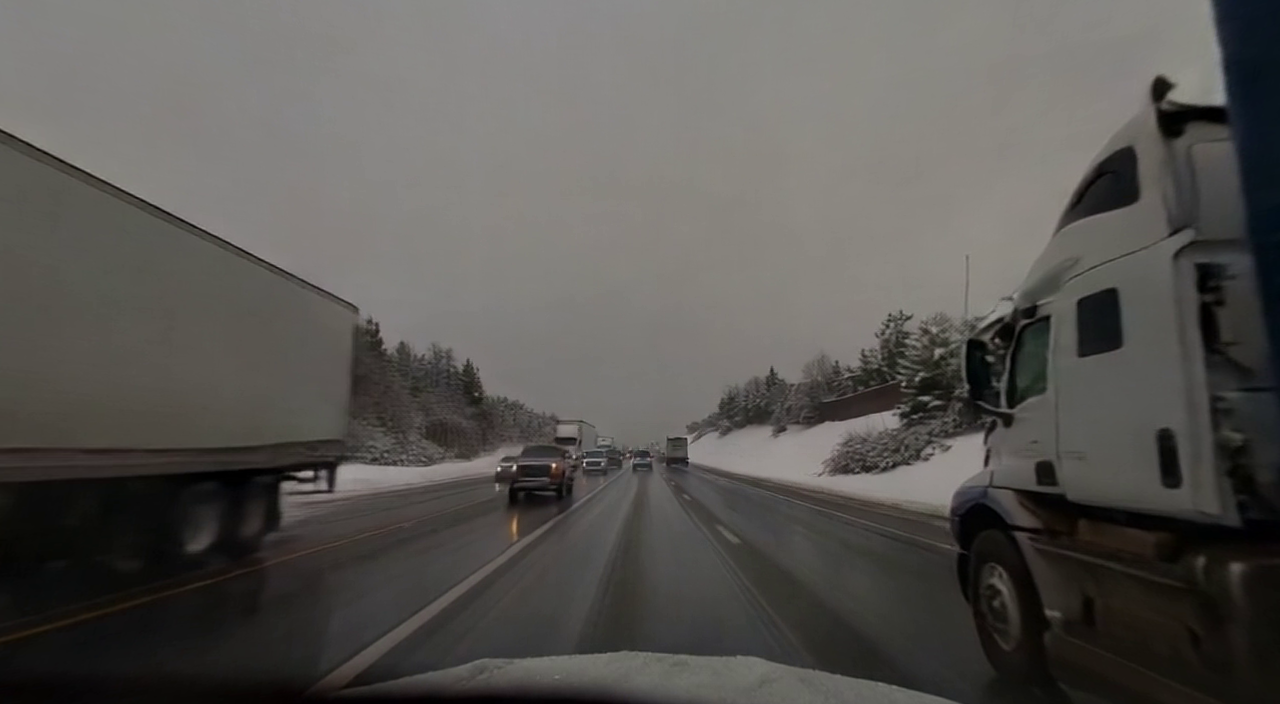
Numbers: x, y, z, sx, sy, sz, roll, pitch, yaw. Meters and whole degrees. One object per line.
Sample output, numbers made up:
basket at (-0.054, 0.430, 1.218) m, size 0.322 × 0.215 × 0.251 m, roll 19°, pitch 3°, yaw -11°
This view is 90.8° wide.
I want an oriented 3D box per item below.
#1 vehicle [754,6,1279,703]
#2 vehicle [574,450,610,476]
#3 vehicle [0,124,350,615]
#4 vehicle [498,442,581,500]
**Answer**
vehicle at (3.215, 0.369, 6.354) m, size 2.959 × 3.973 × 5.928 m, roll 0°, pitch -9°, yaw 0°
vehicle at (-3.077, 7.173, 40.910) m, size 2.005 × 1.598 × 3.684 m, roll 0°, pitch -9°, yaw 1°
vehicle at (-6.783, 0.028, 4.477) m, size 2.849 × 4.061 × 13.858 m, roll 0°, pitch -9°, yaw 0°
vehicle at (-3.194, 3.859, 20.880) m, size 2.008 × 1.671 × 4.126 m, roll 0°, pitch -9°, yaw 1°
